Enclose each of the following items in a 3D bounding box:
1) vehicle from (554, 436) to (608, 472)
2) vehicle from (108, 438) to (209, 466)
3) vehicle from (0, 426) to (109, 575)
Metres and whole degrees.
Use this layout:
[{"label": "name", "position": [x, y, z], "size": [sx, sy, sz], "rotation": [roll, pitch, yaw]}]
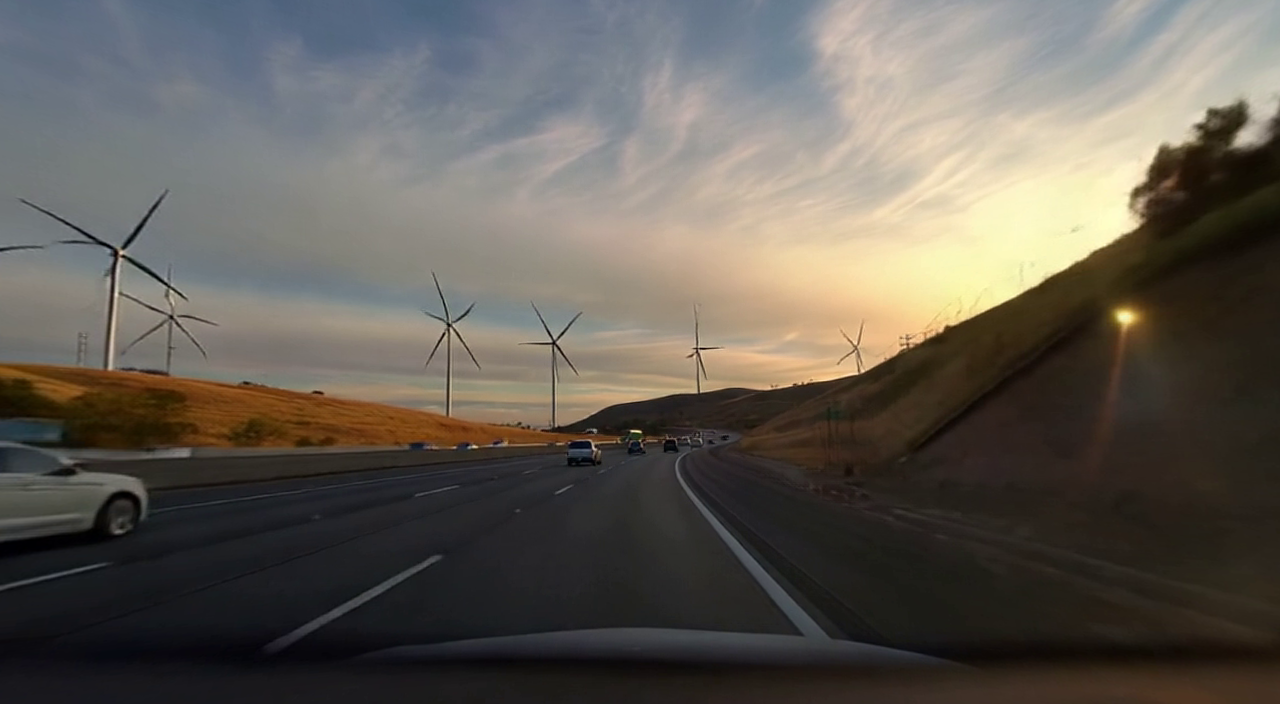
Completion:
[{"label": "vehicle", "position": [-2.934, 5.202, 32.348], "size": [2.118, 1.702, 4.355], "rotation": [0, -8, 3]}, {"label": "vehicle", "position": [-28.188, 5.862, 37.098], "size": [1.872, 1.541, 4.980], "rotation": [0, -9, 2]}, {"label": "vehicle", "position": [-7.694, 1.382, 5.443], "size": [2.015, 1.537, 4.728], "rotation": [0, -9, 1]}]
